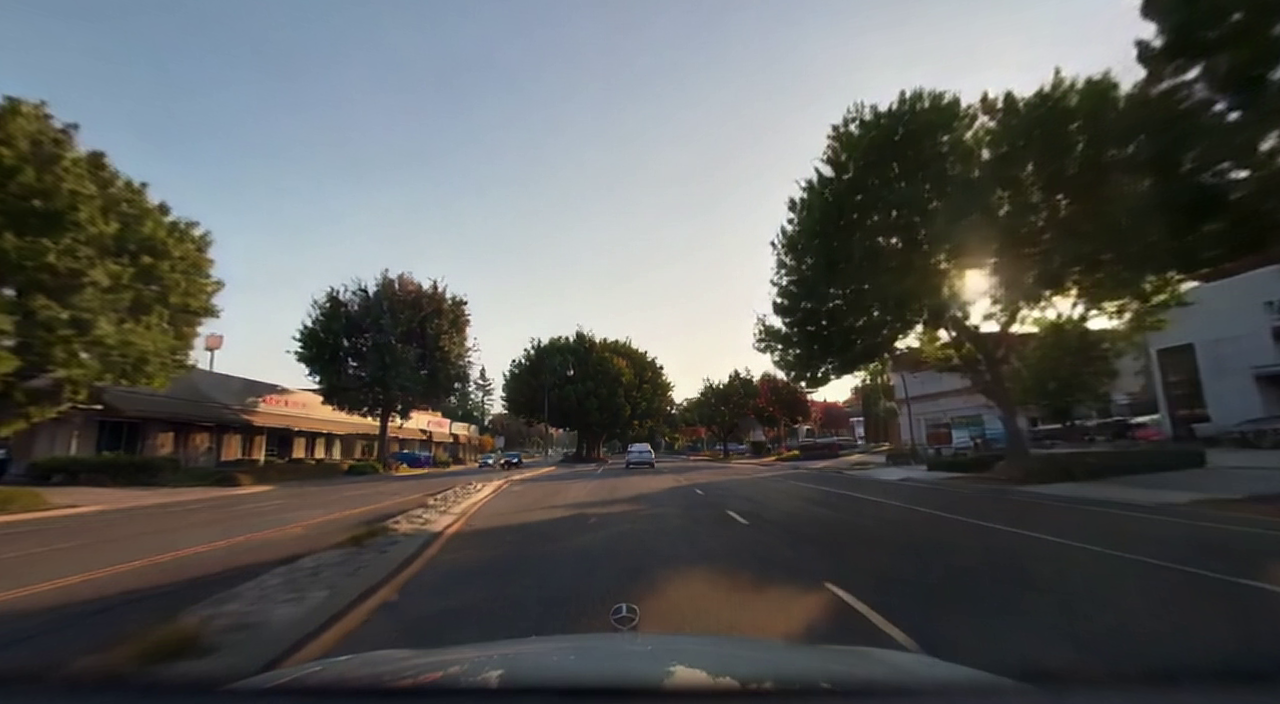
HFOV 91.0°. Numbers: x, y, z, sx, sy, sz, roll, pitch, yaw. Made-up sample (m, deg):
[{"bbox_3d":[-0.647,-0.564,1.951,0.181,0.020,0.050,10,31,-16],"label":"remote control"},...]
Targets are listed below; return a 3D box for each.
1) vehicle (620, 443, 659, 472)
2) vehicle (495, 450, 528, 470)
[{"bbox_3d":[-0.091,5.684,34.030,1.998,1.452,3.773,0,-8,-2],"label":"vehicle"},{"bbox_3d":[-10.049,8.452,49.535,1.795,1.426,4.216,0,-8,0],"label":"vehicle"}]
